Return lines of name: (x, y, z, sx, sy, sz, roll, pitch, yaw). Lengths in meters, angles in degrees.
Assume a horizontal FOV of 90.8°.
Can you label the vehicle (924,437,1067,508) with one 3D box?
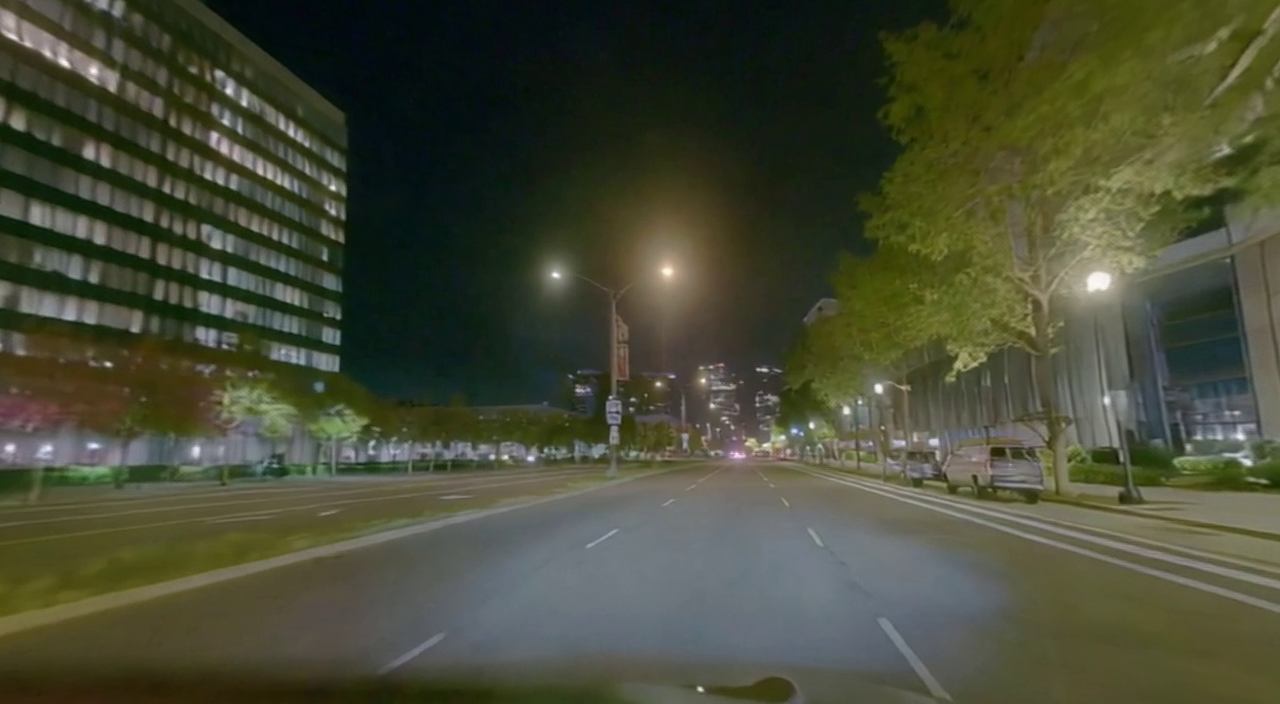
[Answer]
vehicle: (10.465, 3.527, 19.079, 2.152, 1.869, 4.476, -1, -8, 8)
